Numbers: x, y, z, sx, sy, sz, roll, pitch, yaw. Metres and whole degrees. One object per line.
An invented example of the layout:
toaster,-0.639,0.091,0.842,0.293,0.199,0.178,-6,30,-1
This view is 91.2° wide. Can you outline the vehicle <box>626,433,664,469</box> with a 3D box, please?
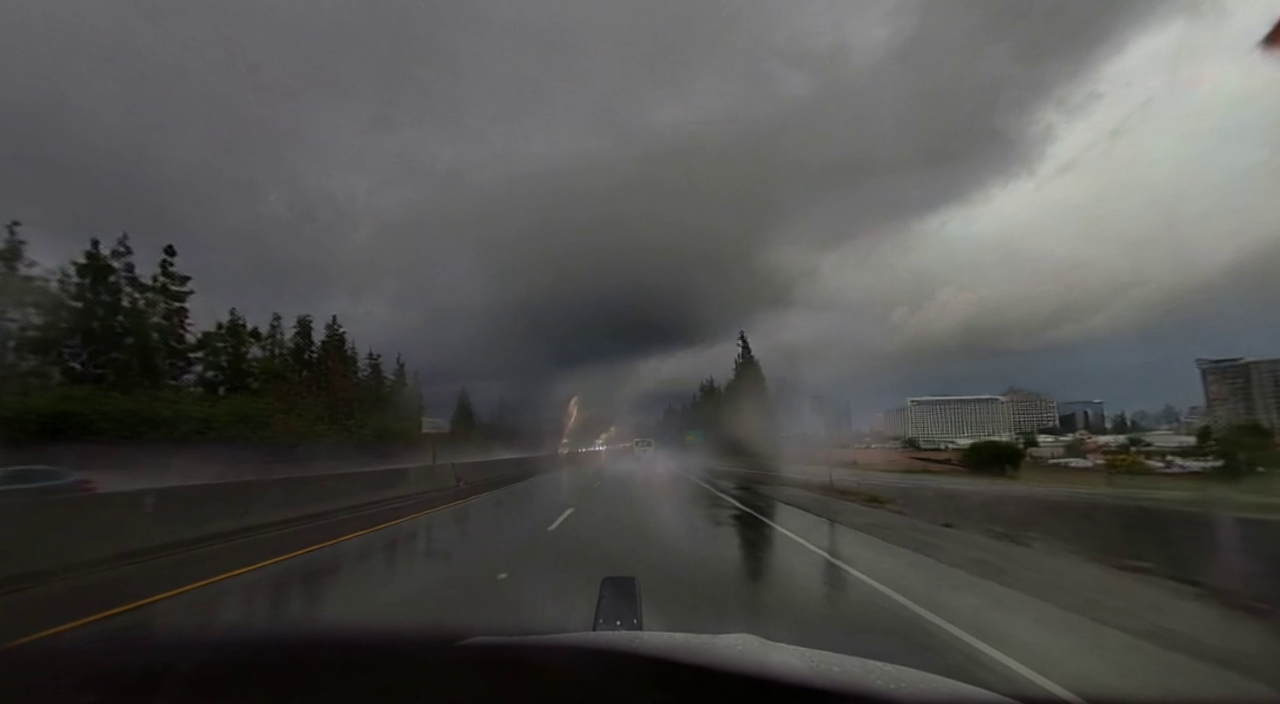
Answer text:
vehicle,0.351,6.385,40.347,2.268,2.122,4.595,-1,-9,1
